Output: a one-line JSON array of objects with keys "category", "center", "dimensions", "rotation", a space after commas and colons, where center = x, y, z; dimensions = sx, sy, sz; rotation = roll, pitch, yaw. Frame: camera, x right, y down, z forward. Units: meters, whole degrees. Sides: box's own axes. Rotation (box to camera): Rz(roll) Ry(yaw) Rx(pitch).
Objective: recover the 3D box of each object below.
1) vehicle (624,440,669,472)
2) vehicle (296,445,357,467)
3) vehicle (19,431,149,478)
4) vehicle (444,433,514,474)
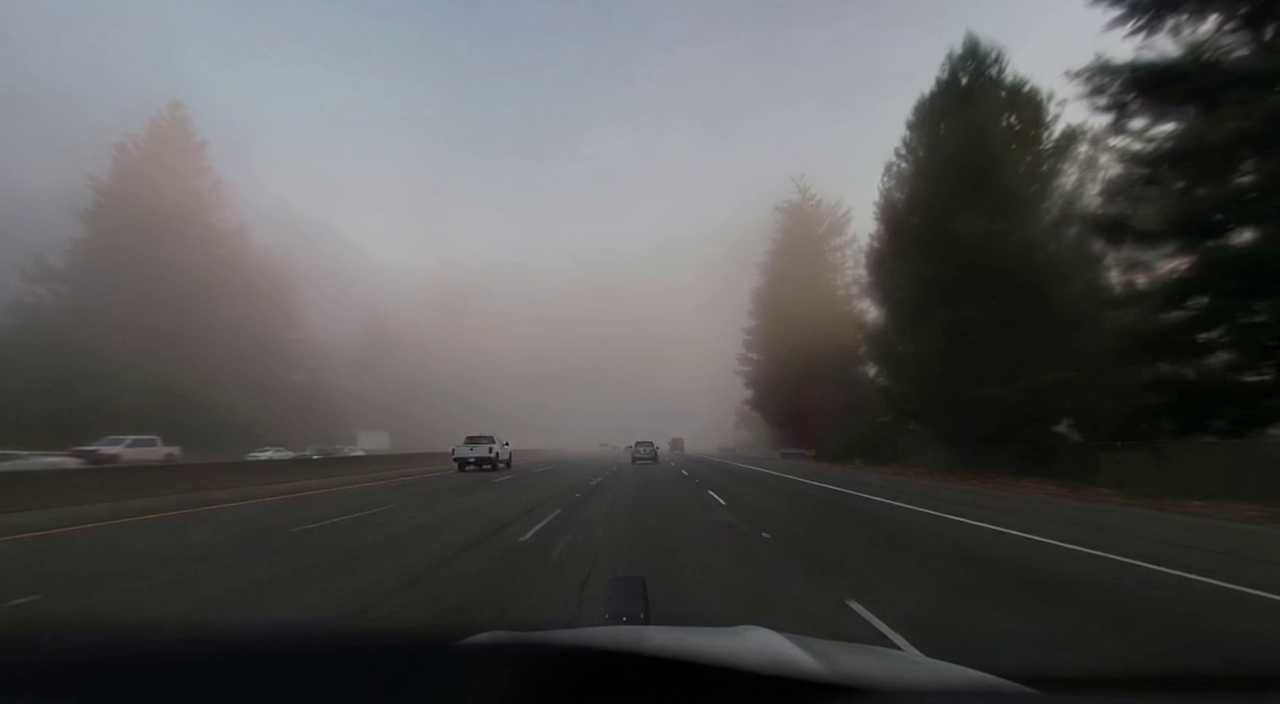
[{"category": "vehicle", "center": [0.292, 5.200, 31.852], "dimensions": [2.112, 1.482, 4.082], "rotation": [0, -8, 0]}, {"category": "vehicle", "center": [-21.618, 7.153, 43.653], "dimensions": [1.850, 1.444, 4.446], "rotation": [0, -8, 1]}, {"category": "vehicle", "center": [-29.290, 5.395, 33.491], "dimensions": [2.171, 2.237, 5.038], "rotation": [0, -8, 1]}, {"category": "vehicle", "center": [-7.535, 4.777, 29.972], "dimensions": [2.093, 1.789, 4.399], "rotation": [0, -8, 1]}]
